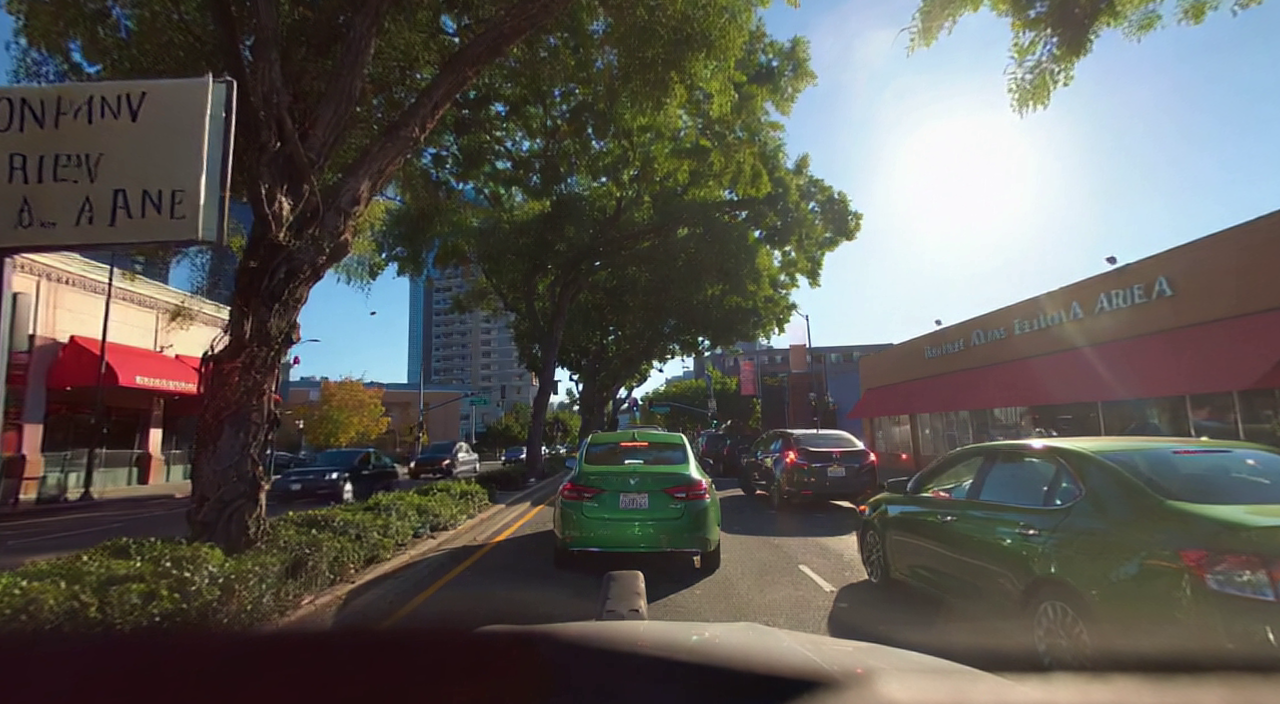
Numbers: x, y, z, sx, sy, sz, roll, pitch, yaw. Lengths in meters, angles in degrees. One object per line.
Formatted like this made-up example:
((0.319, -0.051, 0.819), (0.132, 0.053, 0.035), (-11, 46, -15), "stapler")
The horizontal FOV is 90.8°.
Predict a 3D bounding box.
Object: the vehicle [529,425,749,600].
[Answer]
((-0.021, 1.653, 7.288), (1.887, 1.487, 3.535), (0, -9, 0), "vehicle")

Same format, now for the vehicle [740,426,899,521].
((3.537, 2.483, 13.413), (2.025, 1.660, 4.263), (0, -9, -1), "vehicle")

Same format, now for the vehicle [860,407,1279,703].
((3.307, 1.257, 4.474), (1.988, 1.480, 4.195), (0, -9, 0), "vehicle")

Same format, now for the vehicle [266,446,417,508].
((-8.108, 3.394, 17.674), (2.169, 1.477, 4.168), (0, -9, 0), "vehicle")

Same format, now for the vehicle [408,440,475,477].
((-10.467, 5.648, 33.786), (2.060, 1.792, 5.170), (0, -9, -2), "vehicle")
